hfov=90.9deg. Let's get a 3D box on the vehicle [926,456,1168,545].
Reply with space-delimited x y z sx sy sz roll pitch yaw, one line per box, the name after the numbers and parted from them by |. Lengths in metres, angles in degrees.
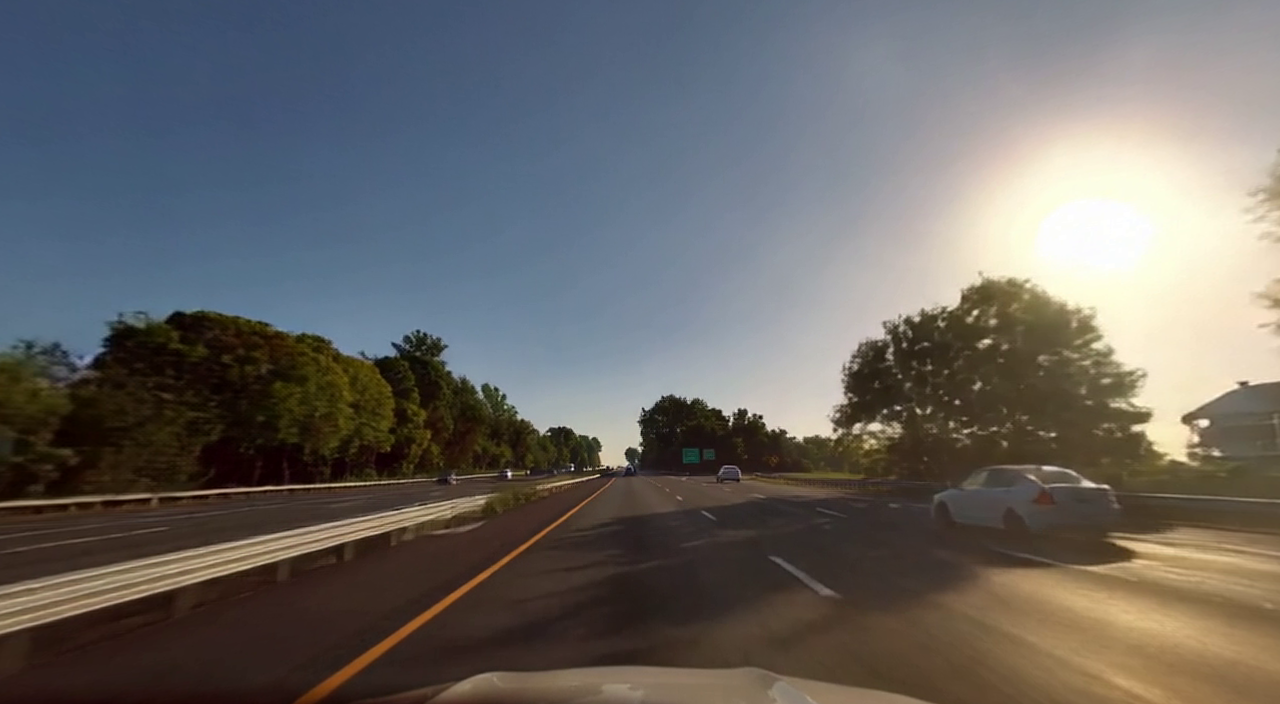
7.991 2.952 13.041 2.024 1.476 4.352 1 -10 -1 | vehicle
